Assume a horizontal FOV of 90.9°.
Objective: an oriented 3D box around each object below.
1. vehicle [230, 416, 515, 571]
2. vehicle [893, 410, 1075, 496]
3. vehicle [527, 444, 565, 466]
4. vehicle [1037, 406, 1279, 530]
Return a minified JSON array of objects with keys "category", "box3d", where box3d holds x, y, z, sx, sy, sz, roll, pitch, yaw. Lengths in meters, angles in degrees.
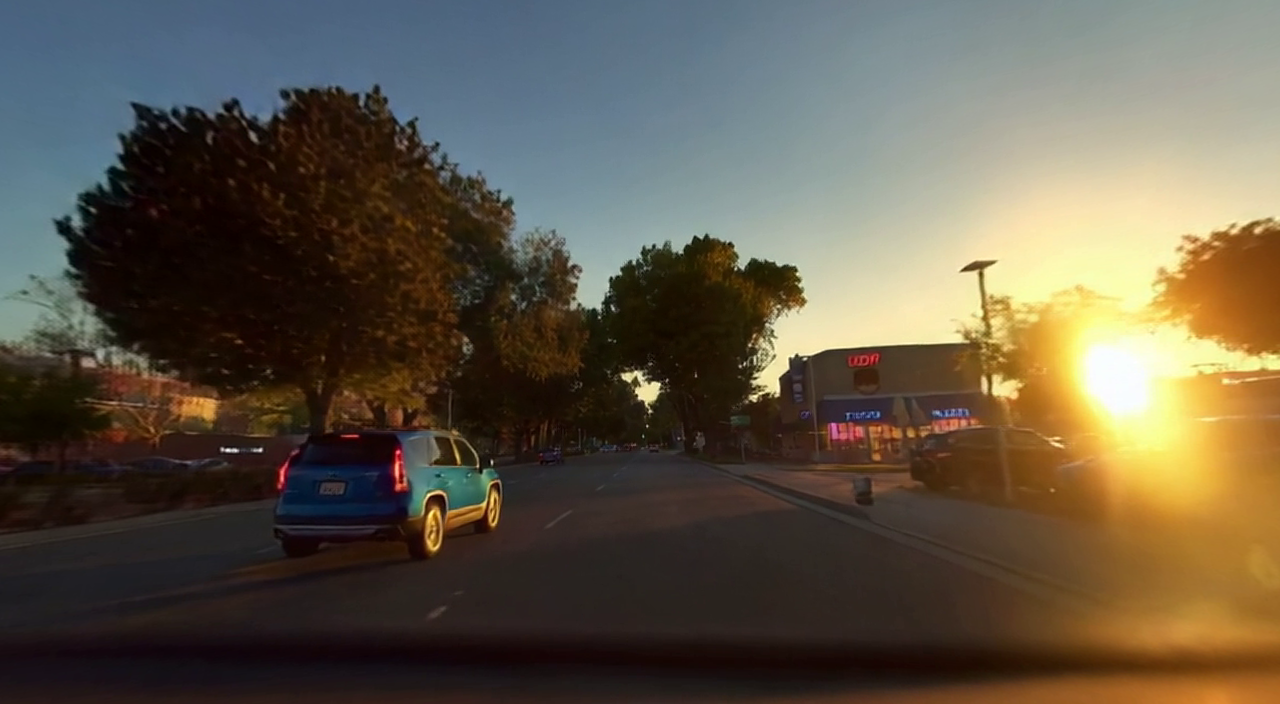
[{"category":"vehicle","box3d":[-3.312,1.827,8.928,2.127,1.654,4.121,0,-8,1]},{"category":"vehicle","box3d":[9.118,2.606,16.570,4.985,1.918,2.248,6,-11,-37]},{"category":"vehicle","box3d":[-6.771,7.406,45.658,1.990,1.483,4.410,0,-8,1]},{"category":"vehicle","box3d":[9.809,1.823,10.316,2.146,1.797,4.990,4,-10,-37]}]
